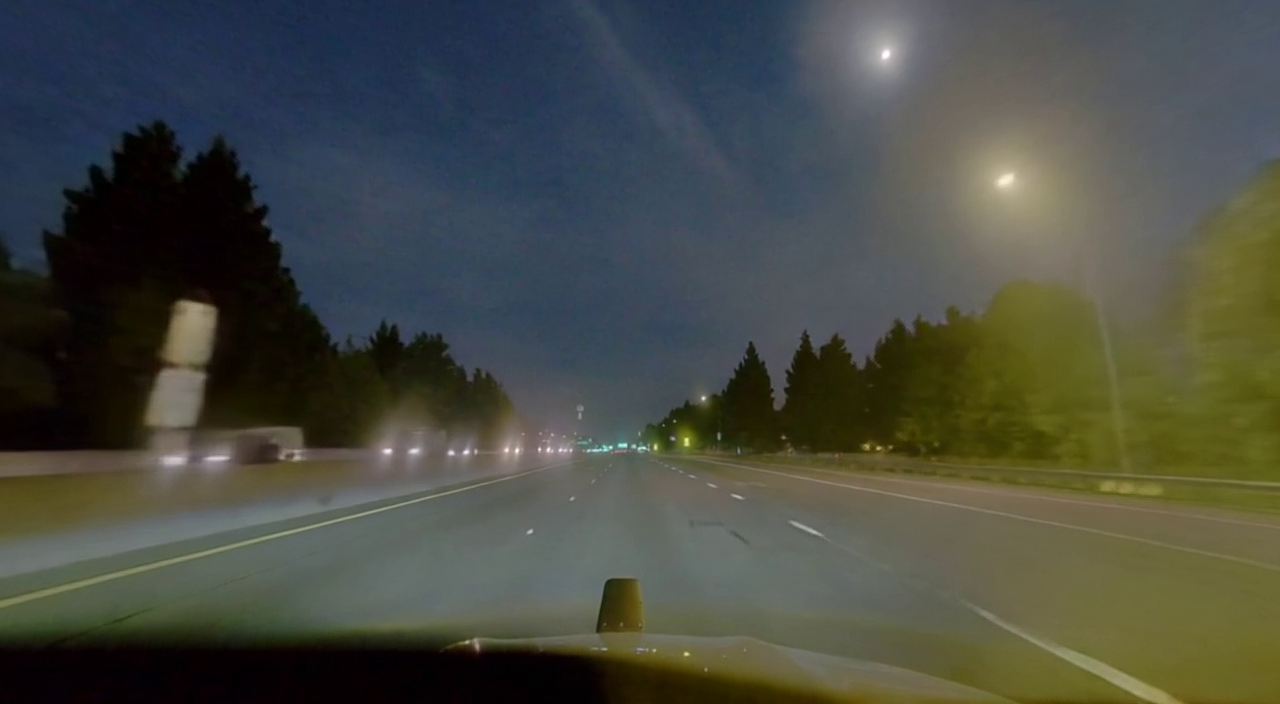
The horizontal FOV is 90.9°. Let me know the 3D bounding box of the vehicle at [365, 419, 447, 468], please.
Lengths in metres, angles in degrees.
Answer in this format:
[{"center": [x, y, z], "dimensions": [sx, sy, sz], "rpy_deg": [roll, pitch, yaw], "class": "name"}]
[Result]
[{"center": [-12.355, 4.943, 33.772], "dimensions": [2.239, 2.369, 5.555], "rpy_deg": [0, -9, 0], "class": "vehicle"}]
